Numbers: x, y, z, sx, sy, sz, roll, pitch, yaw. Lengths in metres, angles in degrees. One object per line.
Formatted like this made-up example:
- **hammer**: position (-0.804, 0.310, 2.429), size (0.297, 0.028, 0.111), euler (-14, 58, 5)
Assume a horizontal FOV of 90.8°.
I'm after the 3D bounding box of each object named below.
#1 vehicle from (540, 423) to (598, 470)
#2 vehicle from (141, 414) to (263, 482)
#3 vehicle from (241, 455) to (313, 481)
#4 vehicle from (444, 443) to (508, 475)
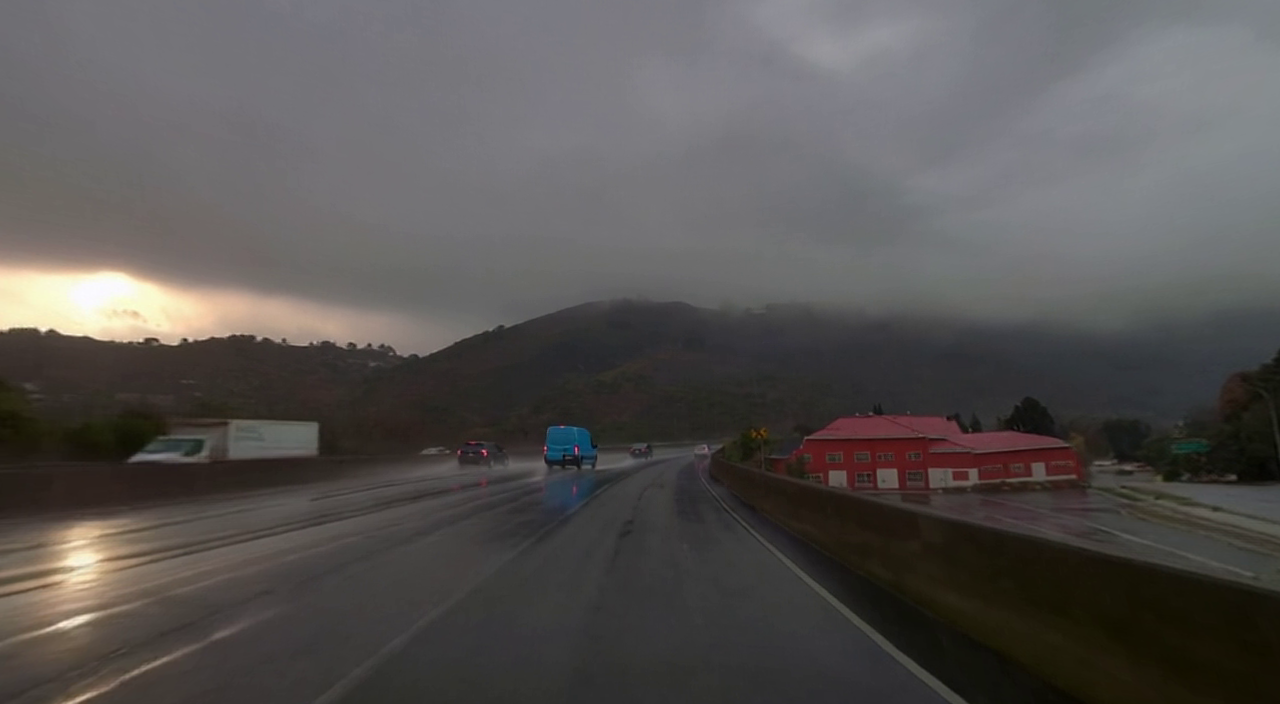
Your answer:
- **vehicle**: position (-4.351, 6.046, 40.245), size (2.314, 2.703, 6.441), euler (-1, -9, 6)
- **vehicle**: position (-28.328, 6.280, 41.297), size (3.004, 4.015, 6.271), euler (-1, -9, 4)
- **vehicle**: position (-23.631, 7.558, 41.358), size (1.840, 1.530, 4.453), euler (-1, -9, 4)
- **vehicle**: position (-8.471, 5.561, 33.093), size (1.821, 1.524, 4.342), euler (-1, -9, 6)
